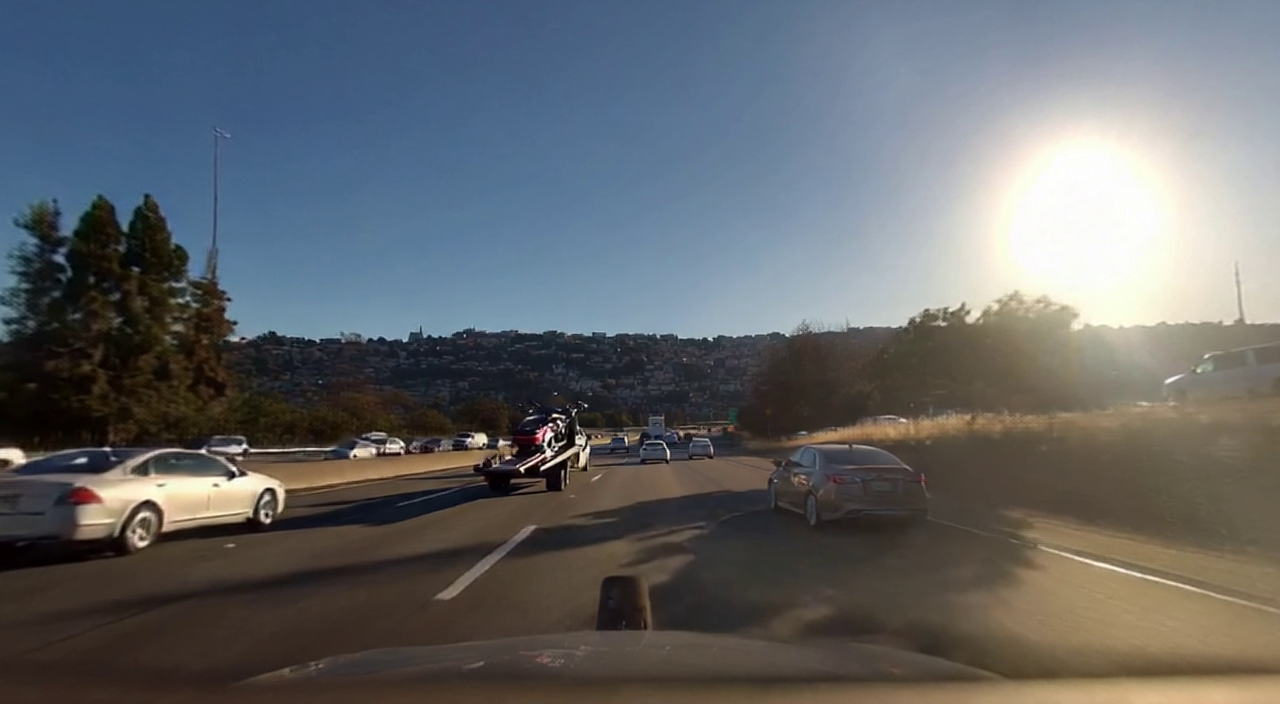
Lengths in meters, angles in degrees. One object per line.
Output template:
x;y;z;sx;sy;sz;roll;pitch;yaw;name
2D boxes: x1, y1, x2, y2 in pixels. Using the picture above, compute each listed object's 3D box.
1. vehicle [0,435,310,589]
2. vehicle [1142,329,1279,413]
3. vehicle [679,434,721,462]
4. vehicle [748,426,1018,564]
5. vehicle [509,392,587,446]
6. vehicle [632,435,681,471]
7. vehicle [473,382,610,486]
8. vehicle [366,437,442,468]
-6.715;1.835;8.322;1.964;1.395;4.948;0;-8;1;vehicle
14.704;0.514;14.869;1.979;1.616;4.268;1;-8;-5;vehicle
3.658;6.018;39.562;2.075;1.614;4.682;0;-8;-1;vehicle
3.040;1.881;9.106;2.040;1.481;4.260;0;-8;-3;vehicle
-3.040;2.429;21.934;1.893;1.674;4.766;0;-8;1;vehicle
0.754;4.557;28.705;2.079;1.499;3.915;0;-8;1;vehicle
-3.041;3.086;23.159;3.162;2.955;10.282;0;-8;1;vehicle
-12.233;5.219;33.004;2.123;1.511;4.343;0;-8;3;vehicle
